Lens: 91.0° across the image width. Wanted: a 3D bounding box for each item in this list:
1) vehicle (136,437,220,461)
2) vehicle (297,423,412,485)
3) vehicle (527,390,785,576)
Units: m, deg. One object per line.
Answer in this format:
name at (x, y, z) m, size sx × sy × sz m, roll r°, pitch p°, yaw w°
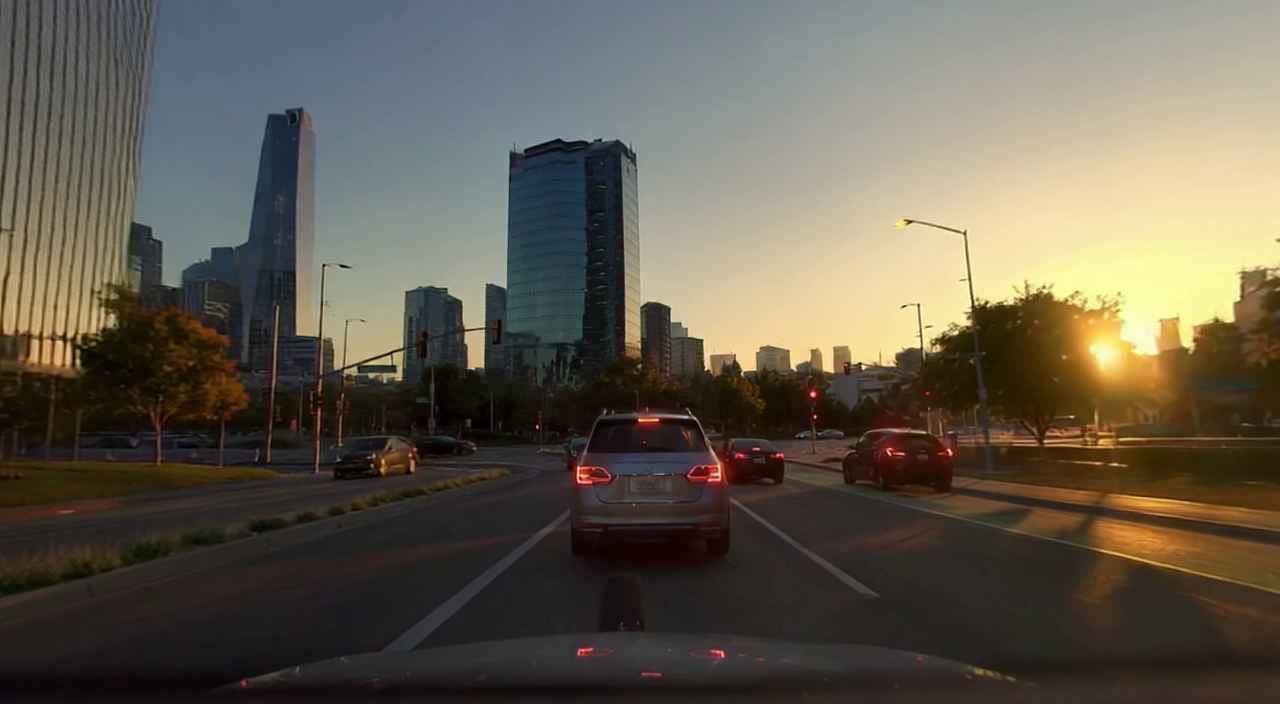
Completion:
vehicle at (-34.536, 7.234, 47.147) m, size 4.622 × 1.742 × 1.965 m, roll 0°, pitch -9°, yaw -2°
vehicle at (-11.894, 4.320, 26.934) m, size 2.717 × 2.310 × 6.448 m, roll 1°, pitch -9°, yaw -8°
vehicle at (0.158, 1.669, 8.721) m, size 2.601 × 1.878 × 4.535 m, roll 0°, pitch -9°, yaw 0°
